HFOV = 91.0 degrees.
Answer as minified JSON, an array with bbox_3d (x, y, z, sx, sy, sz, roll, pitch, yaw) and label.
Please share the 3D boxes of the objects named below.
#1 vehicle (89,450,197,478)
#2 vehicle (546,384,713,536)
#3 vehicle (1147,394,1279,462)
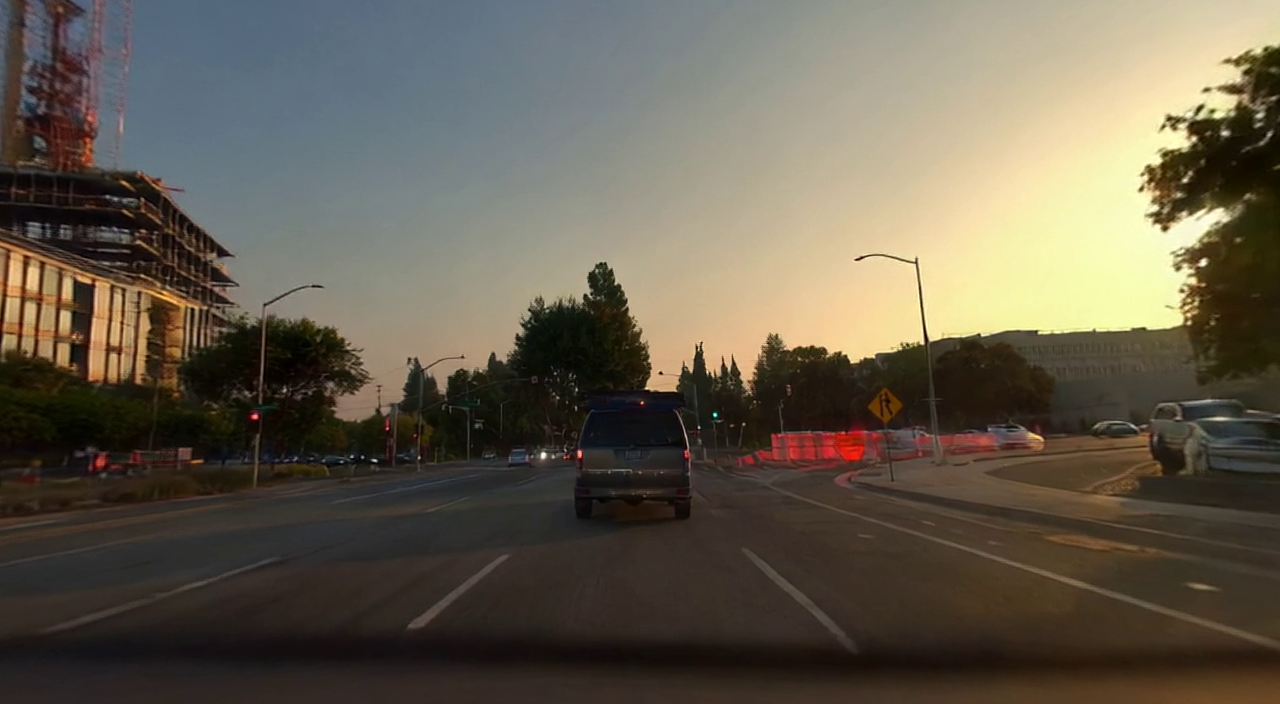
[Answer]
[{"bbox_3d":[-36.080,8.132,45.834,5.755,1.945,2.403,0,-9,-1],"label":"vehicle"},{"bbox_3d":[-0.309,1.951,11.827,2.350,2.122,5.801,0,-9,-3],"label":"vehicle"},{"bbox_3d":[14.803,1.732,14.165,4.986,1.467,2.025,-6,-10,33],"label":"vehicle"}]
